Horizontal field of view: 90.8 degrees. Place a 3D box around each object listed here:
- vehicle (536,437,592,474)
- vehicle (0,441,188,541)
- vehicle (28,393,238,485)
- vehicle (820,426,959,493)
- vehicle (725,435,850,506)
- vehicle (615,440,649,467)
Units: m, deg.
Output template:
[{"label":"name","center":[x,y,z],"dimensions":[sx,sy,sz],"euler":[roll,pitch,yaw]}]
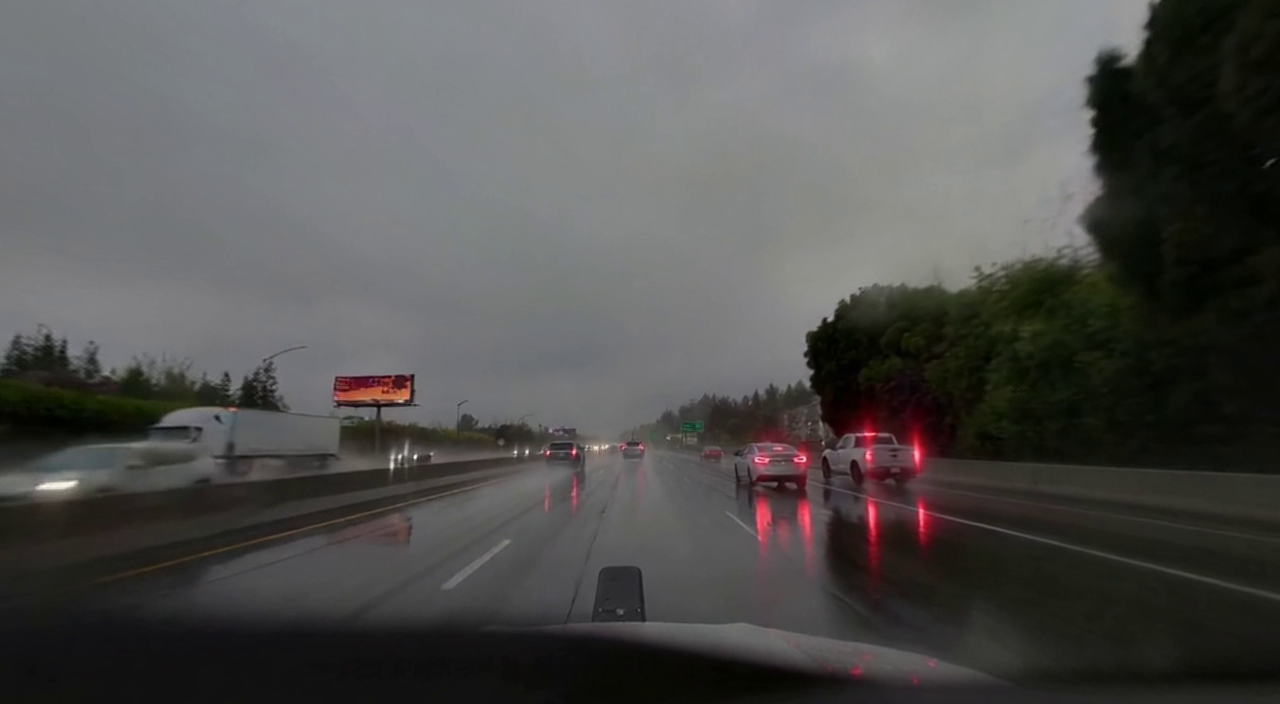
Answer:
[{"label":"vehicle","center":[-3.791,5.293,32.520],"dimensions":[2.256,1.756,4.745],"euler":[0,-9,0]},{"label":"vehicle","center":[-10.871,2.404,11.420],"dimensions":[1.960,1.528,4.643],"euler":[0,-9,-1]},{"label":"vehicle","center":[-25.955,4.621,33.348],"dimensions":[3.387,4.158,9.190],"euler":[0,-9,-1]},{"label":"vehicle","center":[7.420,3.258,19.487],"dimensions":[2.176,1.793,4.841],"euler":[0,-9,-2]},{"label":"vehicle","center":[3.493,2.911,15.962],"dimensions":[1.987,1.509,4.512],"euler":[0,-9,-1]},{"label":"vehicle","center":[-0.525,6.771,42.269],"dimensions":[2.191,1.685,4.015],"euler":[0,-9,0]}]
